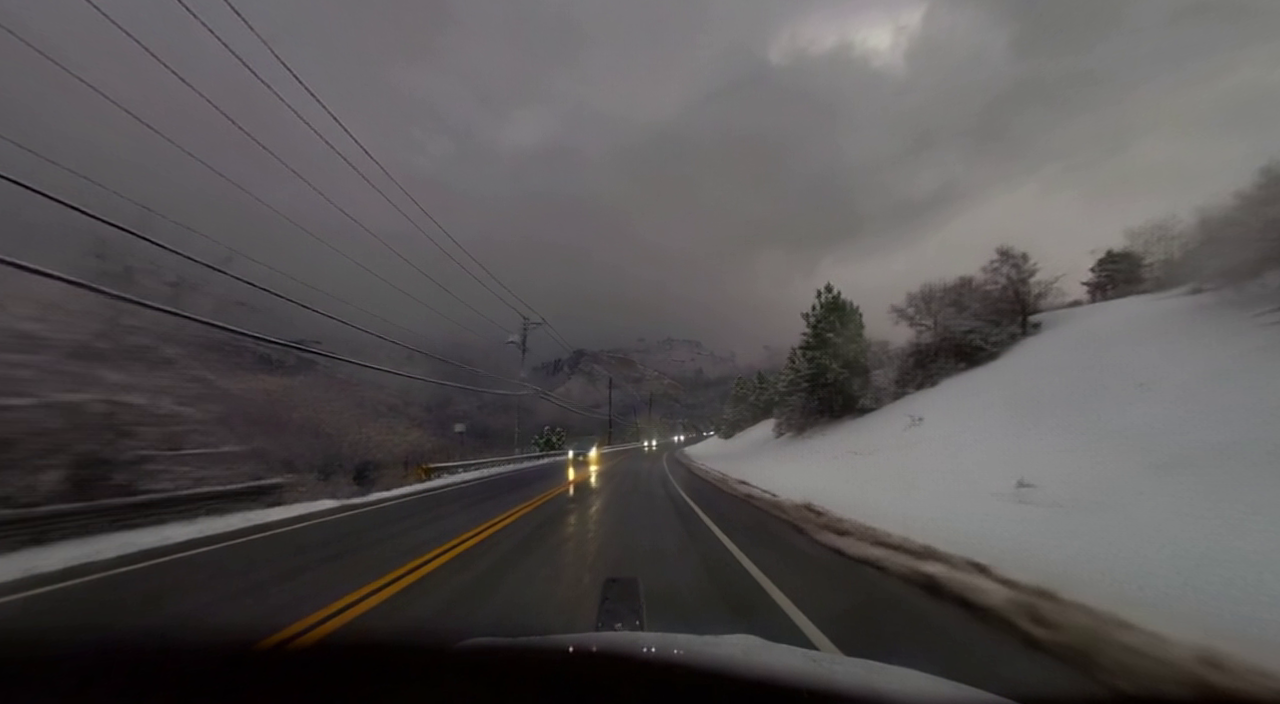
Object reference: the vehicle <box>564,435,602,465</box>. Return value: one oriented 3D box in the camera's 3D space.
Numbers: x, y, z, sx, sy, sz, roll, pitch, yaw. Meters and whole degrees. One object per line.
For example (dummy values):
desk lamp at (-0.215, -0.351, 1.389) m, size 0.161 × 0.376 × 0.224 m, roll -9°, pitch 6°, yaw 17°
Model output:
vehicle at (-3.780, 6.595, 42.622) m, size 1.997 × 1.874 × 4.269 m, roll -1°, pitch -9°, yaw 2°
